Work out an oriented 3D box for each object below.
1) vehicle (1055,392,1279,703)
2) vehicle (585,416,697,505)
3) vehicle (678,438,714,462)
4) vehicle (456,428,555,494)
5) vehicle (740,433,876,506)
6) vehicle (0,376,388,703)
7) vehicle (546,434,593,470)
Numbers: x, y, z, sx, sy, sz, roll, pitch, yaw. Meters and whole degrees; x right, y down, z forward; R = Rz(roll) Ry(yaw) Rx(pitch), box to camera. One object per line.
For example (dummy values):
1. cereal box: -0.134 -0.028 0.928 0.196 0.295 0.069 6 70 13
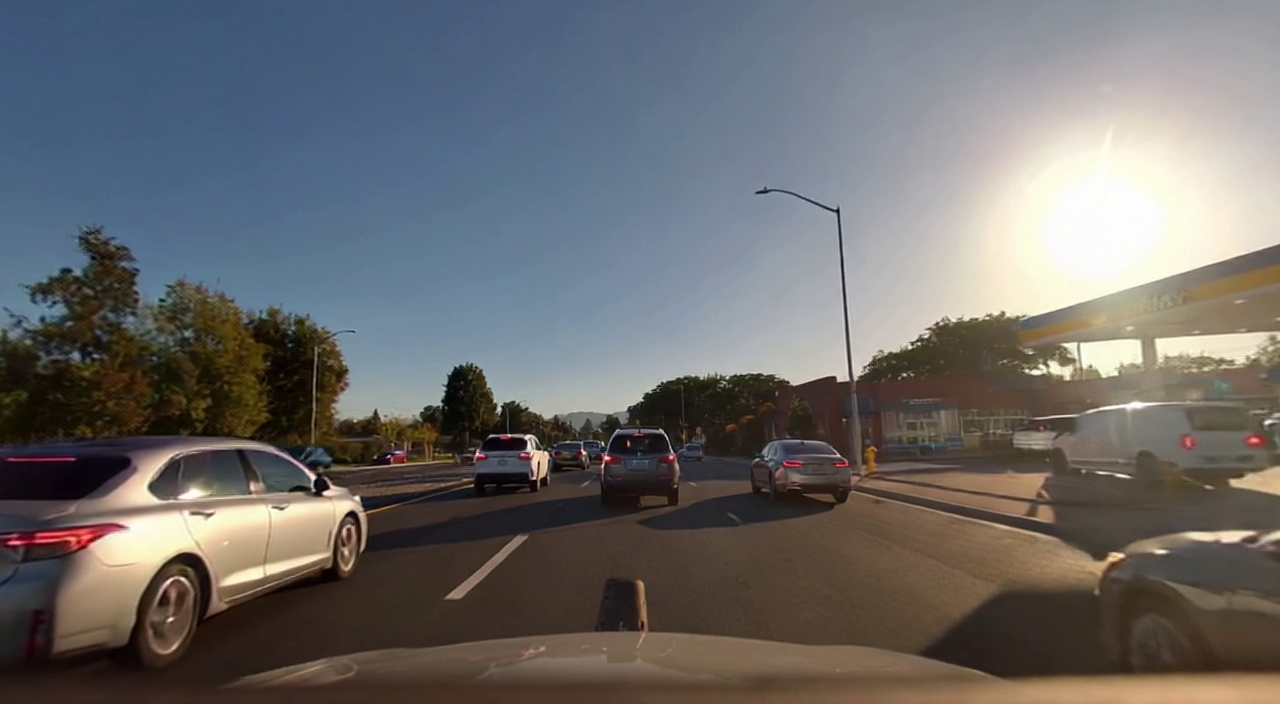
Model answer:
1. vehicle: 3.390 0.749 1.309 1.976 1.492 4.436 0 -8 -1
2. vehicle: 0.011 2.524 15.086 2.279 1.803 4.254 0 -8 0
3. vehicle: 3.688 6.501 41.960 1.926 1.522 3.852 0 -8 -2
4. vehicle: -3.768 3.122 18.432 1.932 1.695 4.150 0 -8 0
5. vehicle: 3.785 2.728 15.146 1.888 1.456 4.589 0 -8 -1
6. vehicle: -3.594 1.175 4.588 1.864 1.574 4.031 0 -8 0
7. vehicle: -3.550 5.112 32.423 1.871 1.673 3.920 0 -8 1
